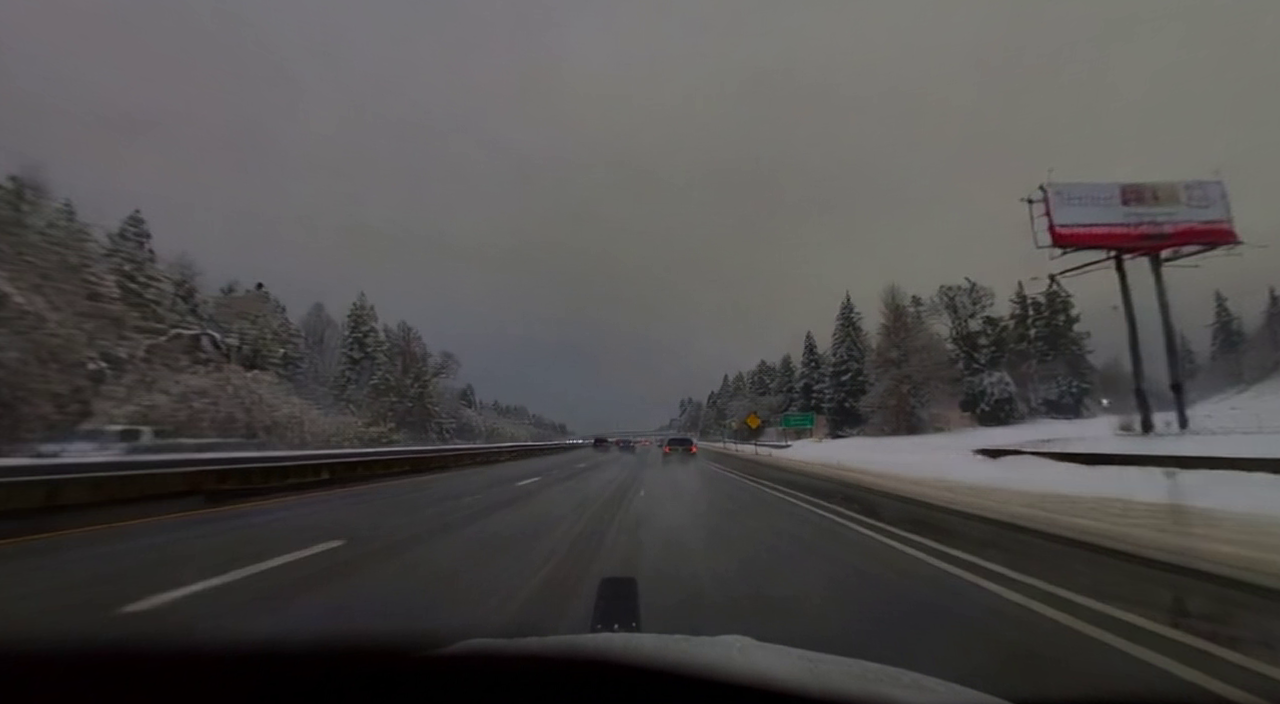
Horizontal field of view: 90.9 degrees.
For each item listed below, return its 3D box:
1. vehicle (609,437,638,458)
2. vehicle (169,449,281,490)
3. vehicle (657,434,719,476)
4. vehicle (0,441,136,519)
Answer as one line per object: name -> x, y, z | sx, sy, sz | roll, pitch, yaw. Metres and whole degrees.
vehicle -> -1.230, 7.460, 49.462 | 2.103, 1.512, 4.155 | 0, -8, 1
vehicle -> -16.677, 4.703, 25.575 | 1.765, 1.403, 3.925 | 0, -8, 2
vehicle -> 1.980, 4.433, 27.626 | 2.240, 1.646, 4.949 | 0, -8, -1
vehicle -> -13.731, 2.740, 13.854 | 1.858, 1.511, 4.027 | 0, -8, 2
